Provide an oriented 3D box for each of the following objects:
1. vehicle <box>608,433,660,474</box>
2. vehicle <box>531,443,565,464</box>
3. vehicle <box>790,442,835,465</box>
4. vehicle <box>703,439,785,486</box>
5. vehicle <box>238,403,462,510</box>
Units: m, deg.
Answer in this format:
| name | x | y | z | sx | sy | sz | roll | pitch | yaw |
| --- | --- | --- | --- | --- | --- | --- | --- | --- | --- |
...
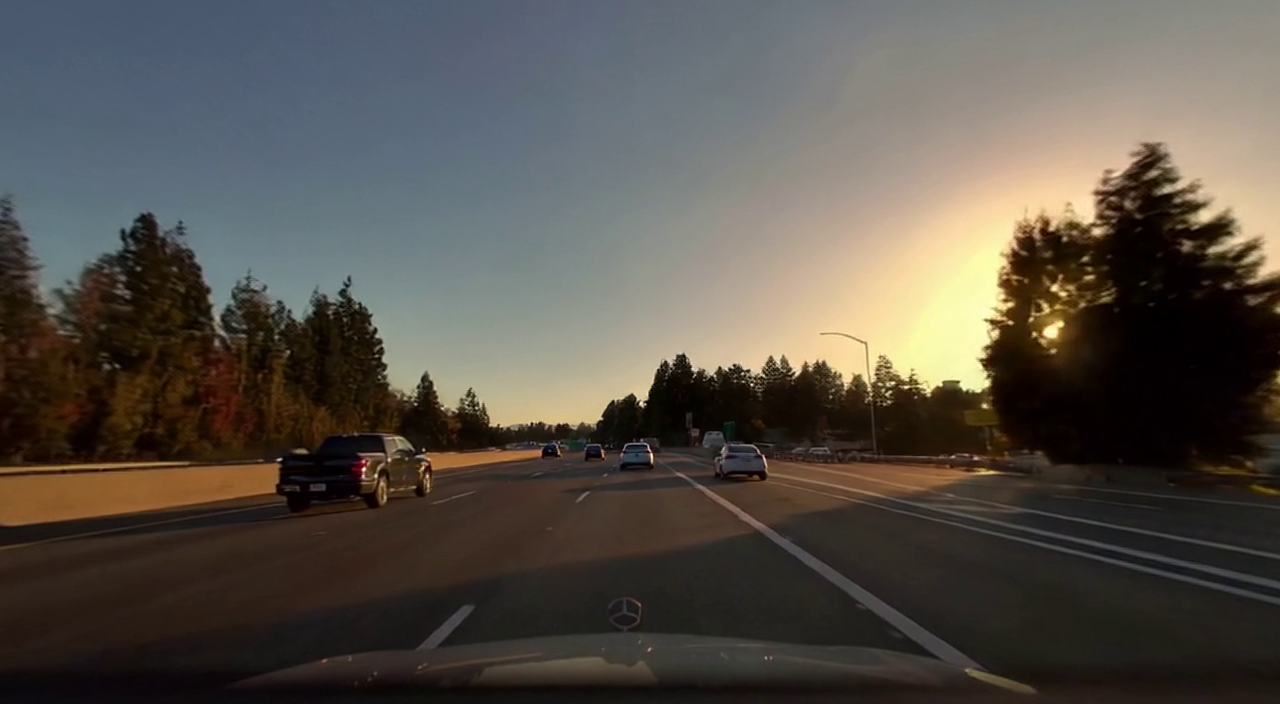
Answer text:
| name | x | y | z | sx | sy | sz | roll | pitch | yaw |
| --- | --- | --- | --- | --- | --- | --- | --- | --- | --- |
| vehicle | -0.294 | 4.881 | 30.596 | 2.323 | 1.805 | 4.729 | 0 | -8 | 0 |
| vehicle | -6.887 | 7.634 | 47.684 | 1.920 | 1.482 | 4.385 | 0 | -8 | 0 |
| vehicle | 11.861 | 6.984 | 43.726 | 2.105 | 1.481 | 4.117 | 0 | -8 | 2 |
| vehicle | 3.472 | 3.770 | 21.923 | 2.011 | 1.462 | 4.286 | 0 | -8 | -1 |
| vehicle | -6.352 | 2.433 | 15.049 | 2.444 | 2.012 | 6.122 | 0 | -8 | 0 |
